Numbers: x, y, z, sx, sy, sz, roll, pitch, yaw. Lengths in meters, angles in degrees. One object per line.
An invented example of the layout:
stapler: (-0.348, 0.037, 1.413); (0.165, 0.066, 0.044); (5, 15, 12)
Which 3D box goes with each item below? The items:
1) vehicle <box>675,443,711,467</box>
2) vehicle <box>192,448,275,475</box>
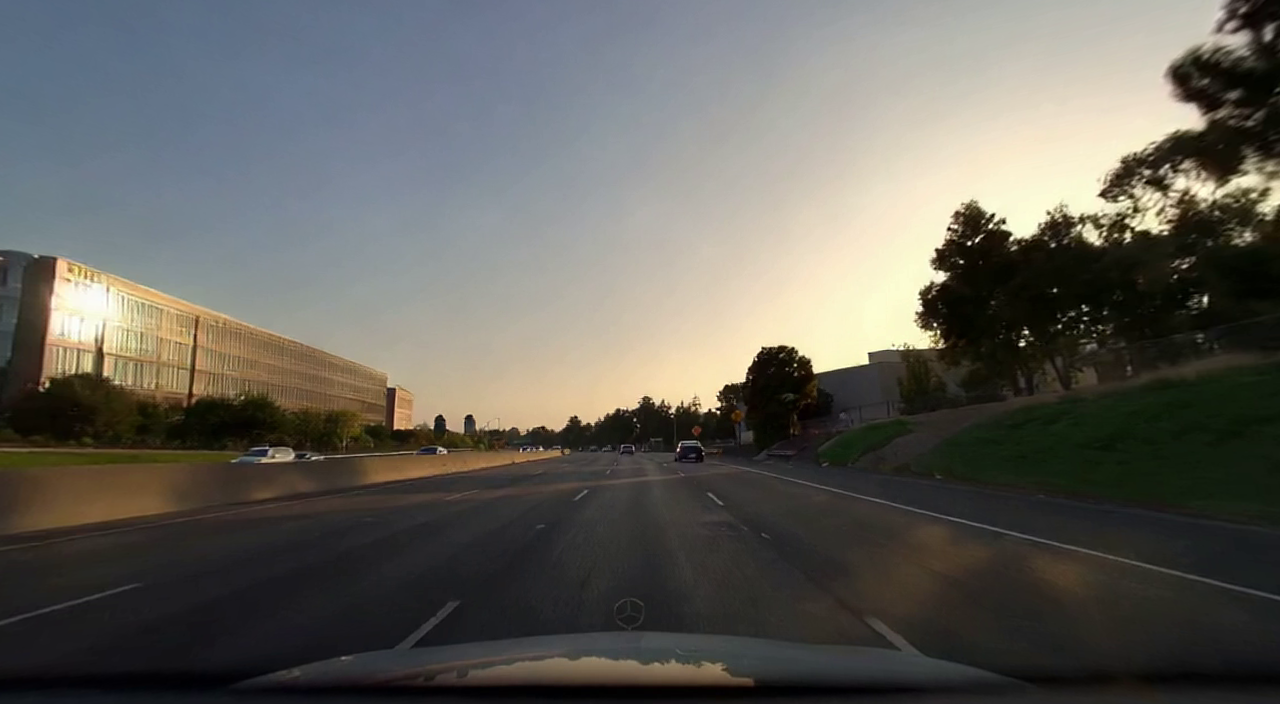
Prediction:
vehicle: (3.449, 6.762, 41.672); (1.926, 1.477, 4.025); (0, -8, -2)
vehicle: (-24.137, 6.502, 37.703); (1.804, 1.469, 4.728); (0, -9, 0)
